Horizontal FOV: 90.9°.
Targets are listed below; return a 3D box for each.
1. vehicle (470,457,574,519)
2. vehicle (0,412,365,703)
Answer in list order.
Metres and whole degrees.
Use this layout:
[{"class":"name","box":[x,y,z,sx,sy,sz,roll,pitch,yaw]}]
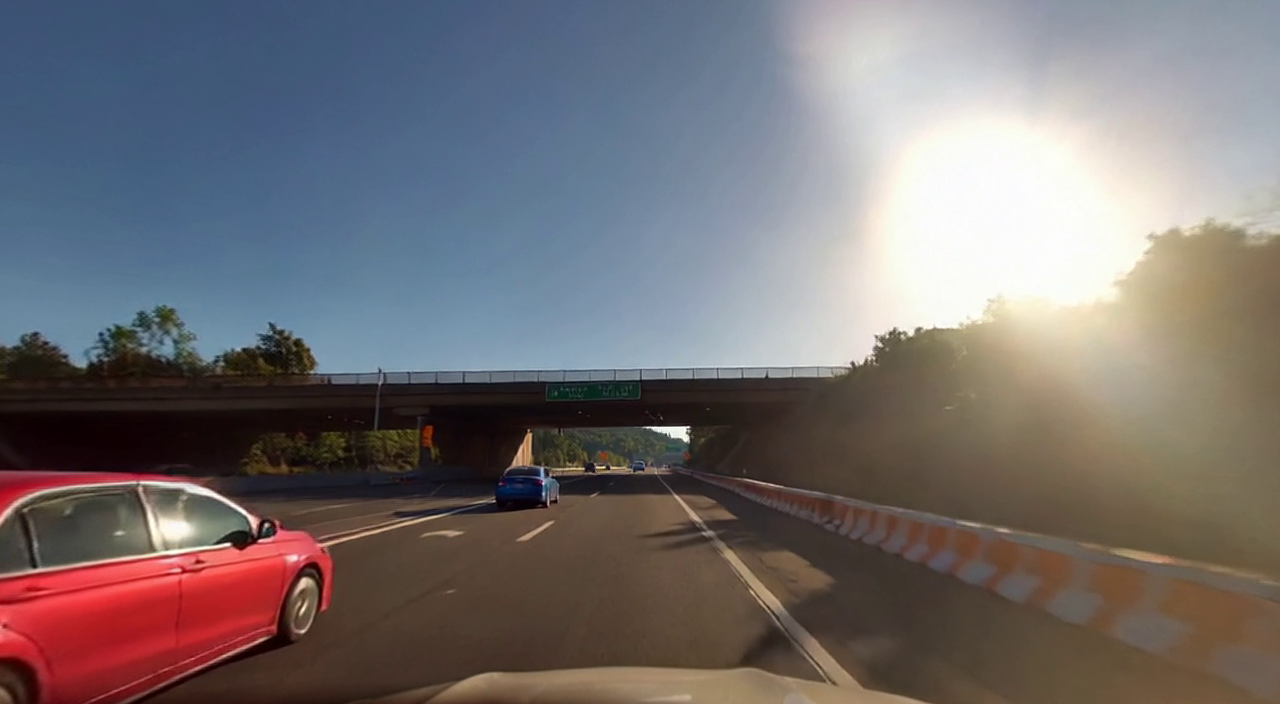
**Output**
[{"class":"vehicle","box":[-3.091,3.666,17.288,1.992,1.466,3.690,0,-10,2]},{"class":"vehicle","box":[-3.562,1.097,3.086,2.023,1.507,5.082,1,-10,1]}]
